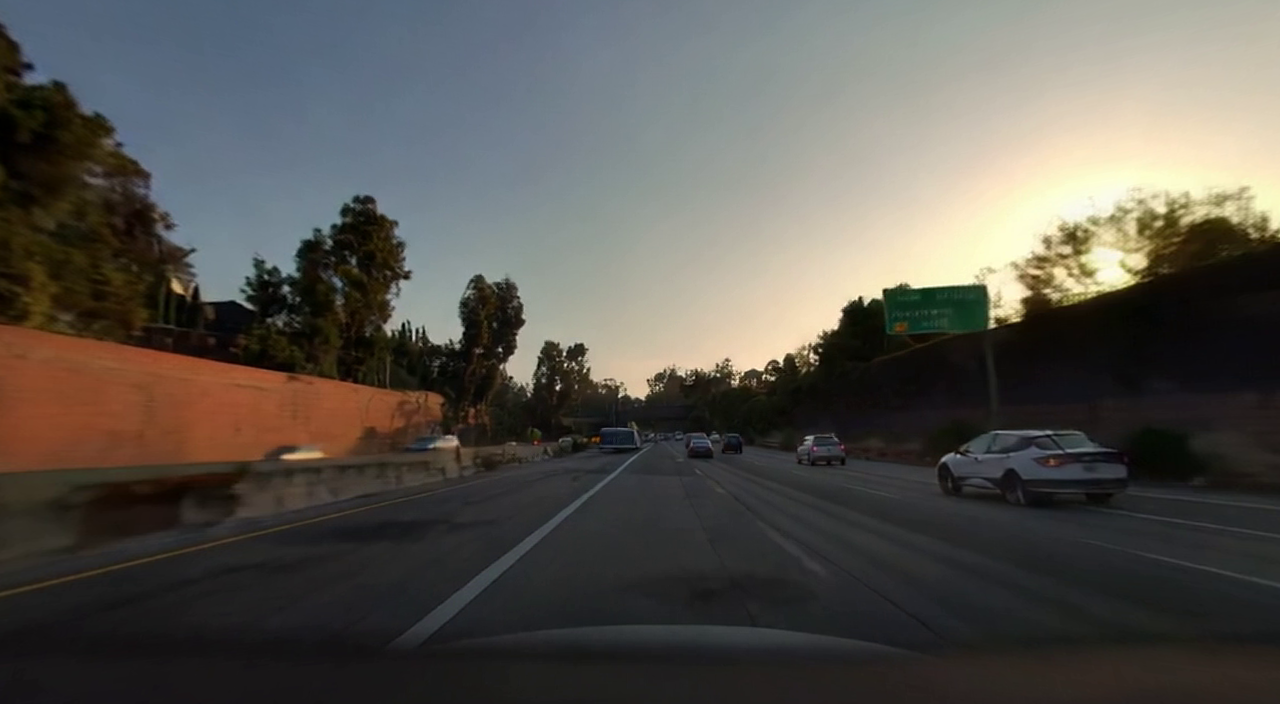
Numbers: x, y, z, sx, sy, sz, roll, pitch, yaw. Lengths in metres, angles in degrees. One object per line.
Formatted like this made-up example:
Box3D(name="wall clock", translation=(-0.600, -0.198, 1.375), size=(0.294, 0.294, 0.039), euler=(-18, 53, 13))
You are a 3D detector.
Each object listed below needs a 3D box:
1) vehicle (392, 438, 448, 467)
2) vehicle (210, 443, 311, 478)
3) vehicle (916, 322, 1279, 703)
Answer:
Box3D(name="vehicle", translation=(-13.781, 6.296, 39.716), size=(1.915, 1.699, 4.344), euler=(0, -8, 0))
Box3D(name="vehicle", translation=(-17.324, 4.940, 29.069), size=(1.859, 1.467, 4.486), euler=(0, -8, 0))
Box3D(name="vehicle", translation=(3.900, 0.951, 3.995), size=(2.190, 1.783, 4.637), euler=(0, -8, 0))
